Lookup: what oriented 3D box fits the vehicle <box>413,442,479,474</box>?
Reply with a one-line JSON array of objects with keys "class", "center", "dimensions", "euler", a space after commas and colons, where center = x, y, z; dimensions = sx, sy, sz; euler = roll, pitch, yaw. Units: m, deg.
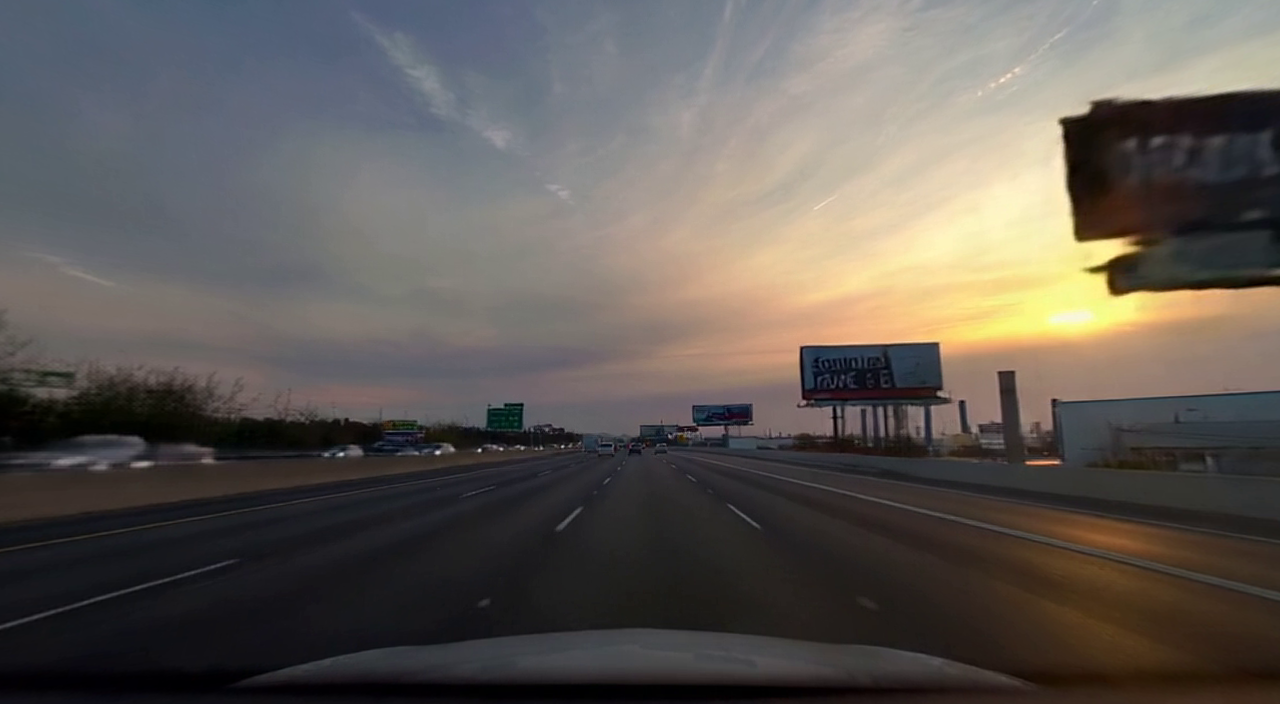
[{"class": "vehicle", "center": [-10.084, 5.534, 32.993], "dimensions": [1.974, 1.513, 4.584], "euler": [0, -9, 0]}]

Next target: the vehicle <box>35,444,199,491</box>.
[{"class": "vehicle", "center": [-18.657, 4.107, 22.748], "dimensions": [1.857, 1.533, 4.696], "euler": [0, -9, 0]}]
